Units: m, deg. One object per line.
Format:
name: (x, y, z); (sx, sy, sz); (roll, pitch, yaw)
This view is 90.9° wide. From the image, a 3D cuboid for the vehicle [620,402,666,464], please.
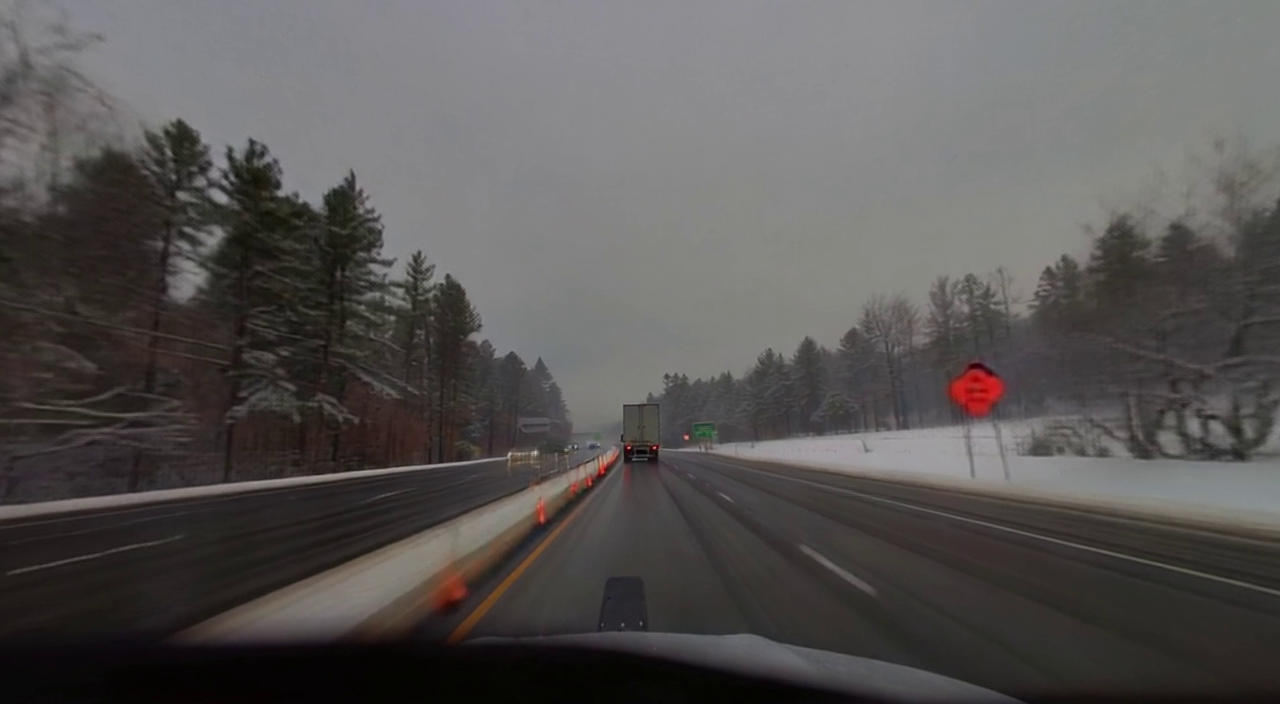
vehicle: (0.035, 6.092, 46.809); (2.935, 4.068, 11.036); (0, -8, -2)
